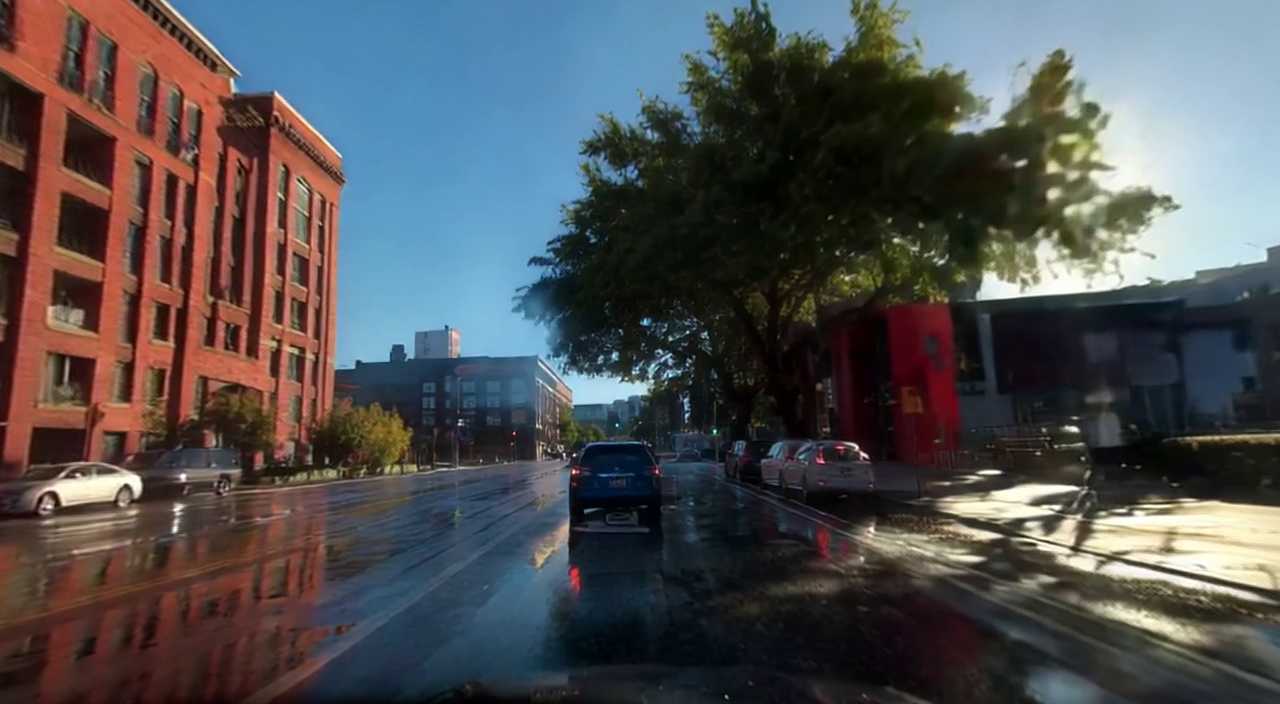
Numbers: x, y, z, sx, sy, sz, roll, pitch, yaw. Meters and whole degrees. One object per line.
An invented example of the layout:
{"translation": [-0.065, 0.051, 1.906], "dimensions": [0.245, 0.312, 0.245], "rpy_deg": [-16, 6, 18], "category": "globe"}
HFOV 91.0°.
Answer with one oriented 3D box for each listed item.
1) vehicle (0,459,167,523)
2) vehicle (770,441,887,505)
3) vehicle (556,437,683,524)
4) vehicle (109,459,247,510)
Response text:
{"translation": [-17.592, 4.244, 19.734], "dimensions": [1.909, 1.658, 4.559], "rpy_deg": [0, -9, 1], "category": "vehicle"}
{"translation": [4.935, 3.206, 17.134], "dimensions": [1.832, 1.491, 4.054], "rpy_deg": [1, -9, -1], "category": "vehicle"}
{"translation": [-0.362, 2.584, 13.217], "dimensions": [2.230, 1.518, 4.113], "rpy_deg": [0, -9, 0], "category": "vehicle"}
{"translation": [-17.950, 5.143, 24.820], "dimensions": [2.011, 1.727, 4.449], "rpy_deg": [1, -9, 0], "category": "vehicle"}
